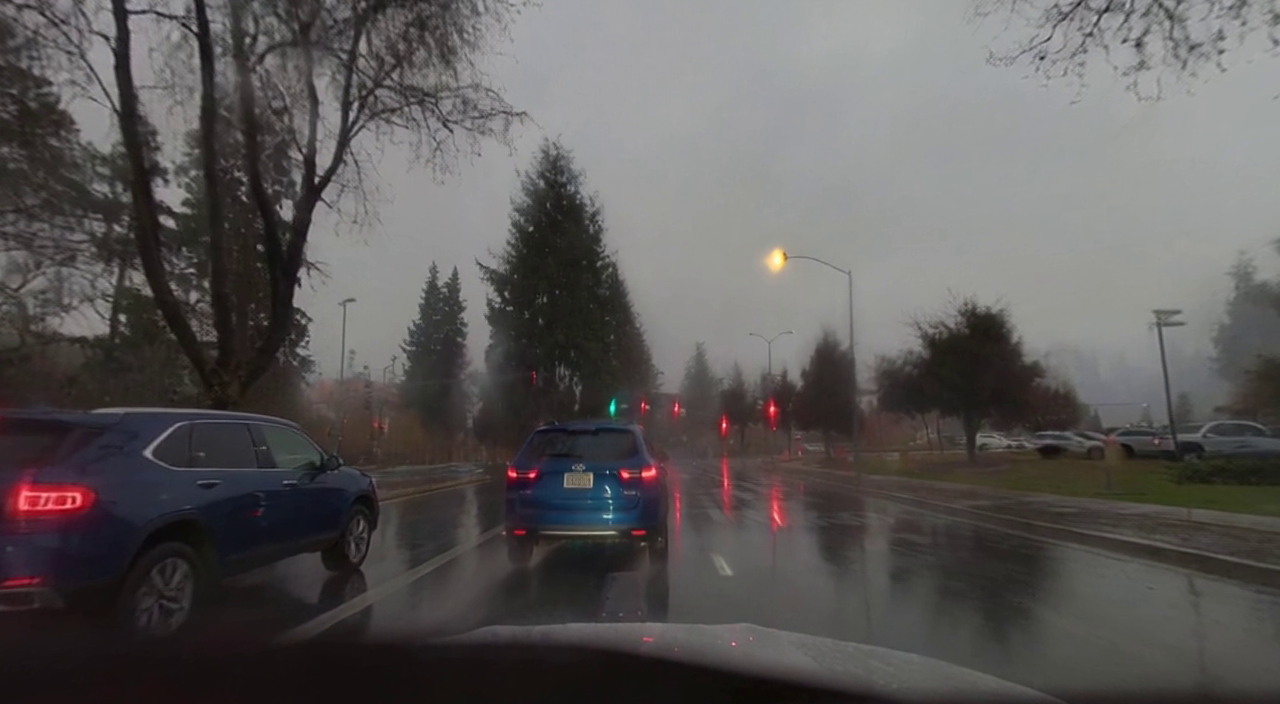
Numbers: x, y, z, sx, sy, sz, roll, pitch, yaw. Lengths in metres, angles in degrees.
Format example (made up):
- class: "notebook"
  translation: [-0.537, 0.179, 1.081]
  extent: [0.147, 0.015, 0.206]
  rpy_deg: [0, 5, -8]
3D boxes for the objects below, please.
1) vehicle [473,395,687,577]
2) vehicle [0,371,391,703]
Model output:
- class: "vehicle"
  translation: [-0.523, 1.703, 8.871]
  extent: [2.131, 1.793, 5.016]
  rpy_deg: [0, -8, 2]
- class: "vehicle"
  translation: [-4.045, 1.254, 5.273]
  extent: [2.009, 1.673, 4.454]
  rpy_deg: [0, -8, 1]
